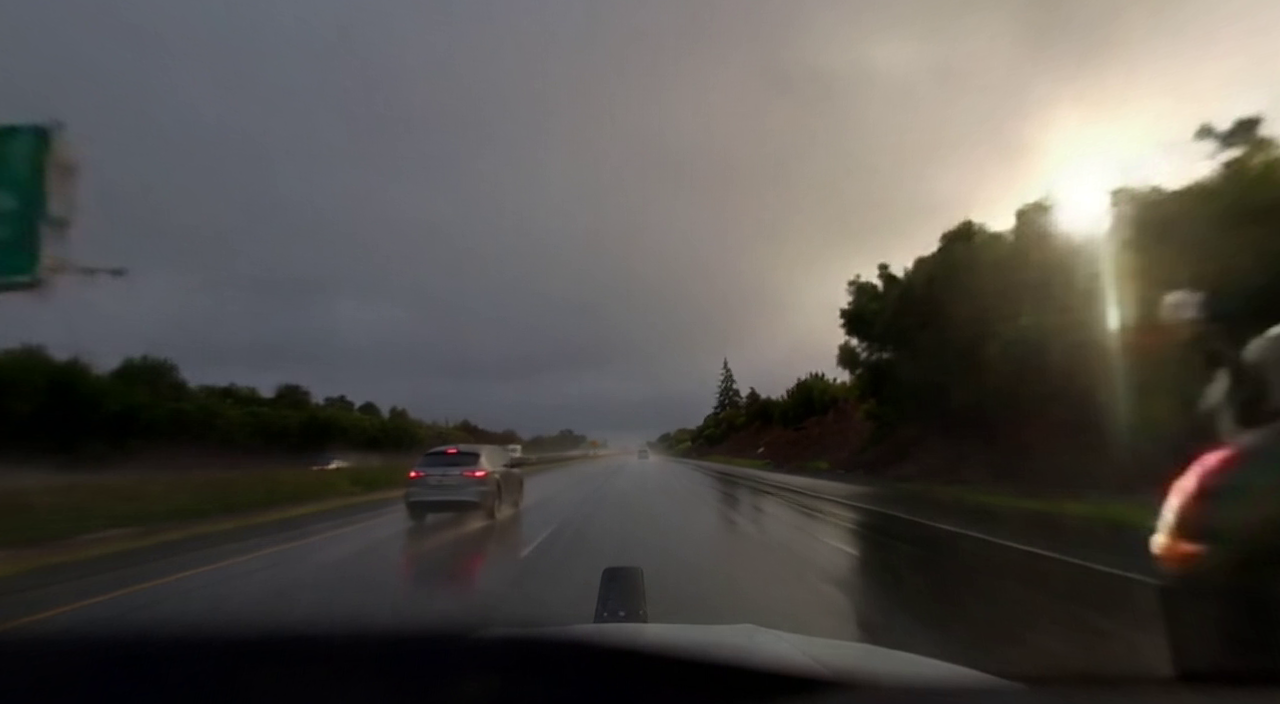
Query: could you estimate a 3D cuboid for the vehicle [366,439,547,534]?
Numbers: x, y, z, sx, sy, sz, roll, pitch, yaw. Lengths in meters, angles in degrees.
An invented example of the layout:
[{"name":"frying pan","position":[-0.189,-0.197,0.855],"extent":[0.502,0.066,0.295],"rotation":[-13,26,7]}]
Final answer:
[{"name":"vehicle","position":[-3.229,2.489,12.280],"extent":[2.054,1.475,4.708],"rotation":[0,-9,1]}]
